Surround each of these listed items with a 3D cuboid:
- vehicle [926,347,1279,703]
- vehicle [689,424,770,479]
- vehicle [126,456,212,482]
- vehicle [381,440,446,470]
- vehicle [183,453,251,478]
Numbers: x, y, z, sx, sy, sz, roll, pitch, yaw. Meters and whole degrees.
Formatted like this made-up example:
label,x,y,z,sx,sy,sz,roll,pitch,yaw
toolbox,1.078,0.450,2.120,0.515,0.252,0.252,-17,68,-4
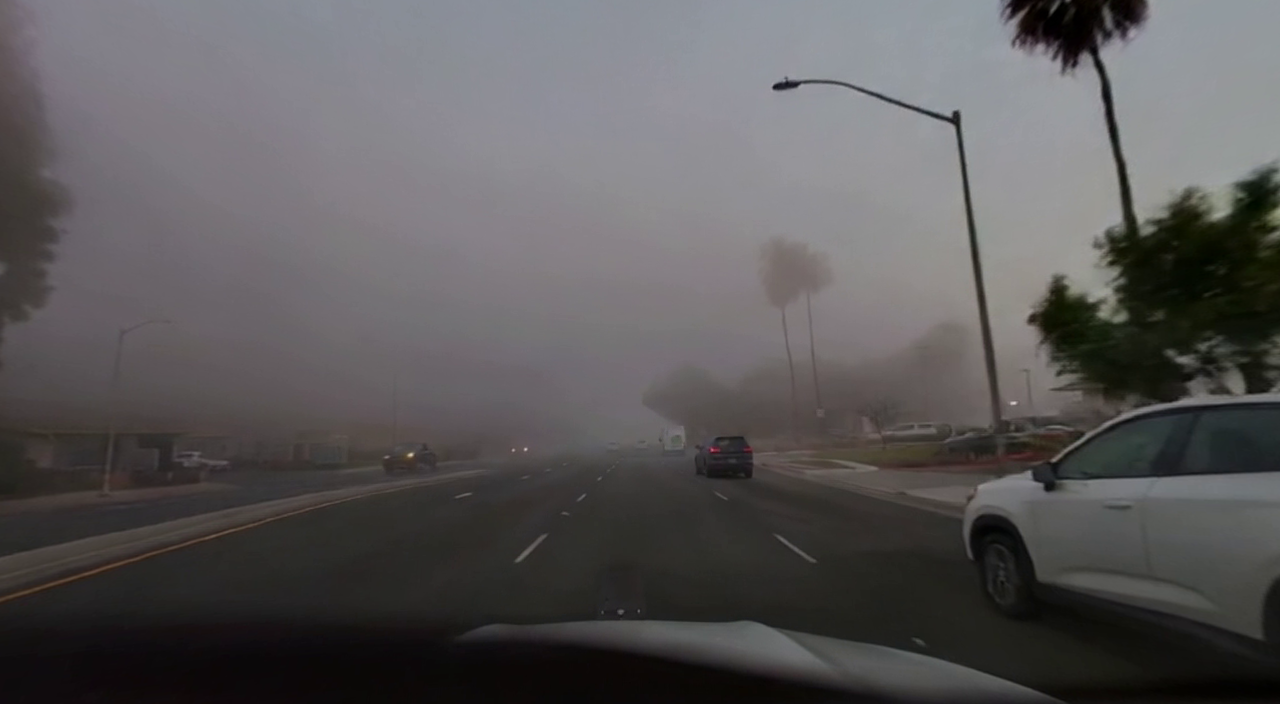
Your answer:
label,x,y,z,sx,sy,sz,roll,pitch,yaw
vehicle,3.629,0.957,3.451,2.084,1.682,4.148,0,-8,-1
vehicle,3.293,3.789,24.134,2.244,1.901,4.561,0,-8,-3
vehicle,-30.009,7.440,40.295,1.820,1.454,4.709,0,-8,0
vehicle,-15.424,7.040,43.277,2.315,1.911,5.751,0,-8,1
vehicle,-30.232,8.089,45.120,1.871,1.534,4.524,0,-8,-2
